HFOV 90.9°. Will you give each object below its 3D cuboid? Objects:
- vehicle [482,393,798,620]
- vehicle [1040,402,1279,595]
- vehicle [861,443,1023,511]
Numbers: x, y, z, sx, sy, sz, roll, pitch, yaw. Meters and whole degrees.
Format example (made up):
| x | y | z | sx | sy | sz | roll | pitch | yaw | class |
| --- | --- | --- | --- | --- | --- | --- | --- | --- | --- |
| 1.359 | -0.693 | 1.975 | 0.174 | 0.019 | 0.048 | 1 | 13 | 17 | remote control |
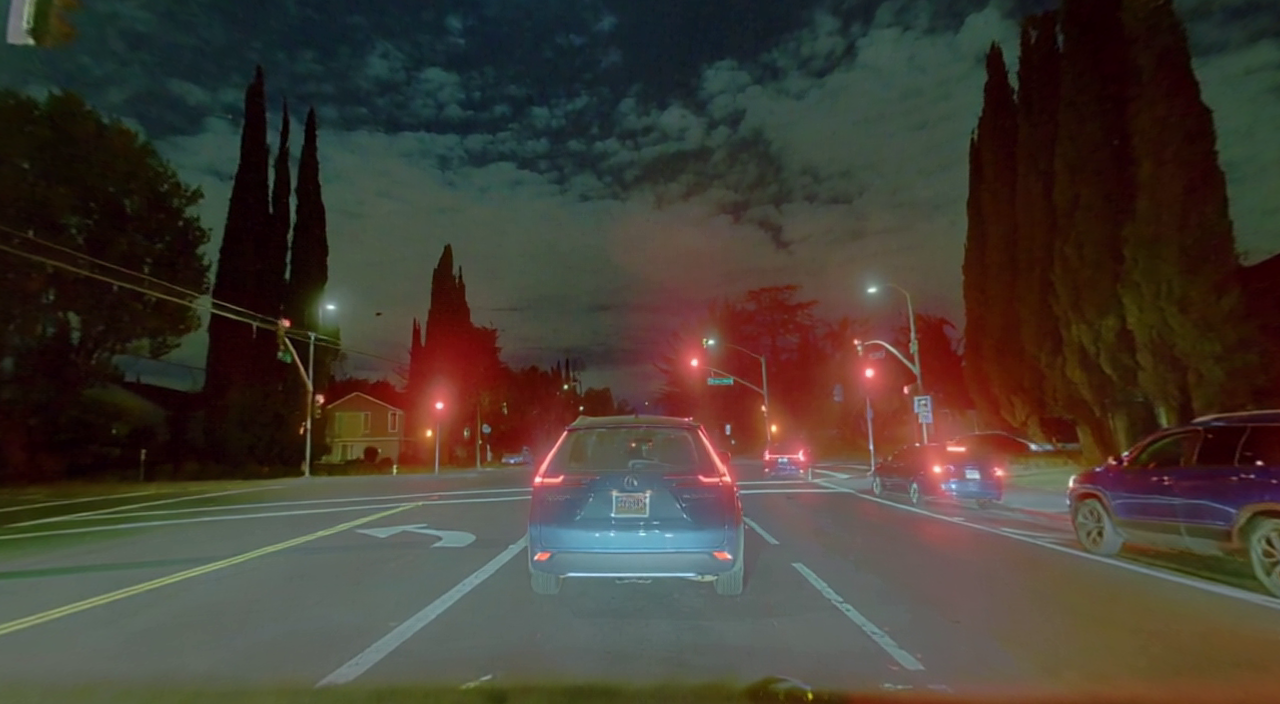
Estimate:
| x | y | z | sx | sy | sz | roll | pitch | yaw | class |
| --- | --- | --- | --- | --- | --- | --- | --- | --- | --- |
| 0.033 | 1.460 | 6.910 | 2.322 | 1.667 | 4.367 | 0 | -8 | 1 | vehicle |
| 7.023 | 1.542 | 7.044 | 1.989 | 1.791 | 4.735 | 0 | -8 | 0 | vehicle |
| 7.286 | 3.010 | 15.805 | 1.860 | 1.436 | 4.479 | 0 | -8 | 0 | vehicle |
